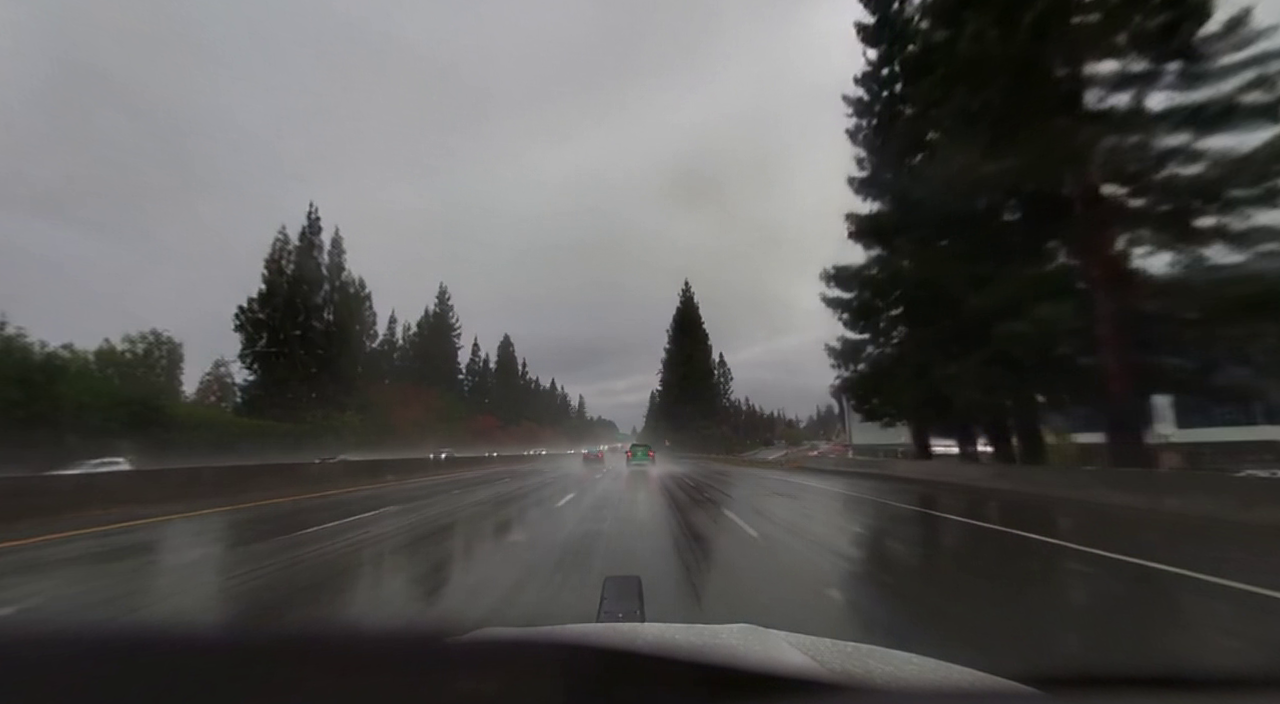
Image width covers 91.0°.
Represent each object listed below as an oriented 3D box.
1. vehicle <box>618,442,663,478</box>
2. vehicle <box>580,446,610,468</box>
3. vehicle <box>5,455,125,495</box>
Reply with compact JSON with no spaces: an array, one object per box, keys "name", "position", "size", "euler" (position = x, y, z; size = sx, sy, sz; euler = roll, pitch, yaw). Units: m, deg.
[{"name":"vehicle","position":[-0.004,5.853,34.476],"size":[2.302,1.810,4.707],"euler":[0,-8,-1]},{"name":"vehicle","position":[-3.487,8.205,49.364],"size":[2.049,1.659,4.183],"euler":[0,-9,0]},{"name":"vehicle","position":[-31.161,6.632,34.329],"size":[2.041,1.960,4.718],"euler":[0,-9,-1]}]
